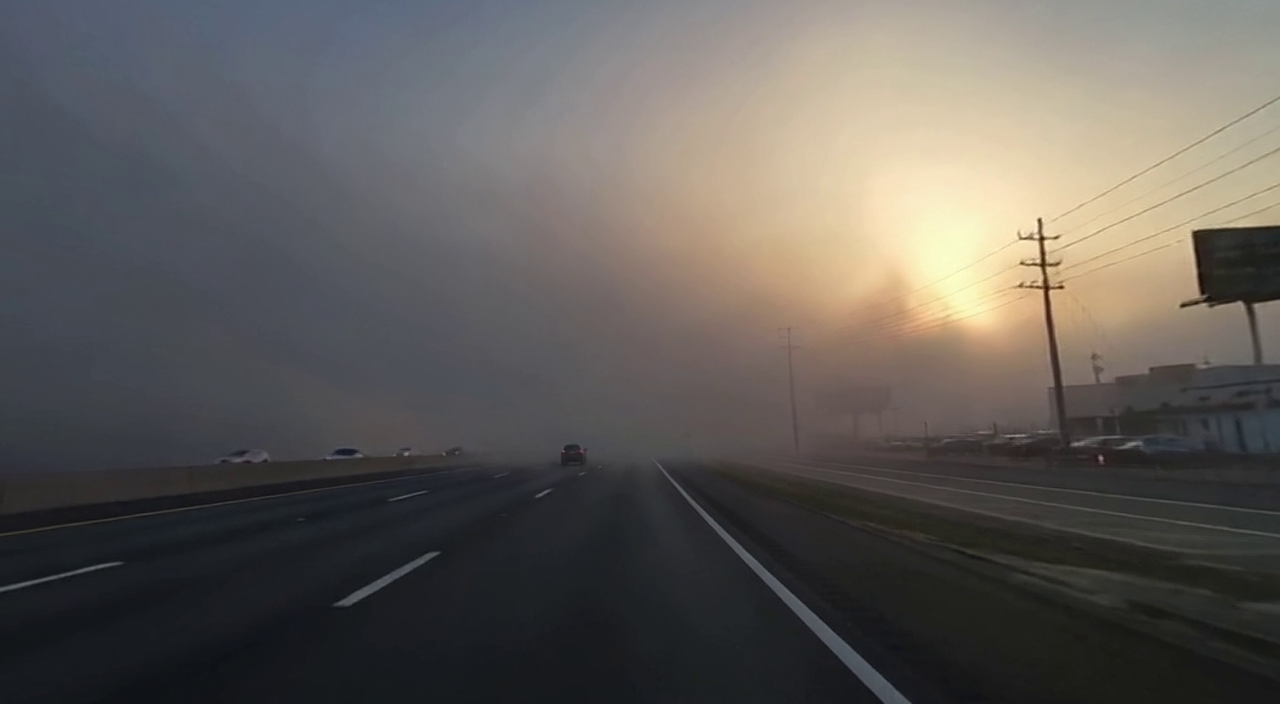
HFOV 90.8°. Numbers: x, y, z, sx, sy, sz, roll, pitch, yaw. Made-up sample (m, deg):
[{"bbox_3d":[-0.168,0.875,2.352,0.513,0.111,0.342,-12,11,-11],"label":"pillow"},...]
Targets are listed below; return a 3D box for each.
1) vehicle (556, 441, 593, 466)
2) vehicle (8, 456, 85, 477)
[{"bbox_3d":[-4.241,6.667,41.660,1.940,1.479,4.545,0,-8,0],"label":"vehicle"},{"bbox_3d":[-45.912,8.816,48.986,1.856,1.470,4.231,0,-8,0],"label":"vehicle"}]
